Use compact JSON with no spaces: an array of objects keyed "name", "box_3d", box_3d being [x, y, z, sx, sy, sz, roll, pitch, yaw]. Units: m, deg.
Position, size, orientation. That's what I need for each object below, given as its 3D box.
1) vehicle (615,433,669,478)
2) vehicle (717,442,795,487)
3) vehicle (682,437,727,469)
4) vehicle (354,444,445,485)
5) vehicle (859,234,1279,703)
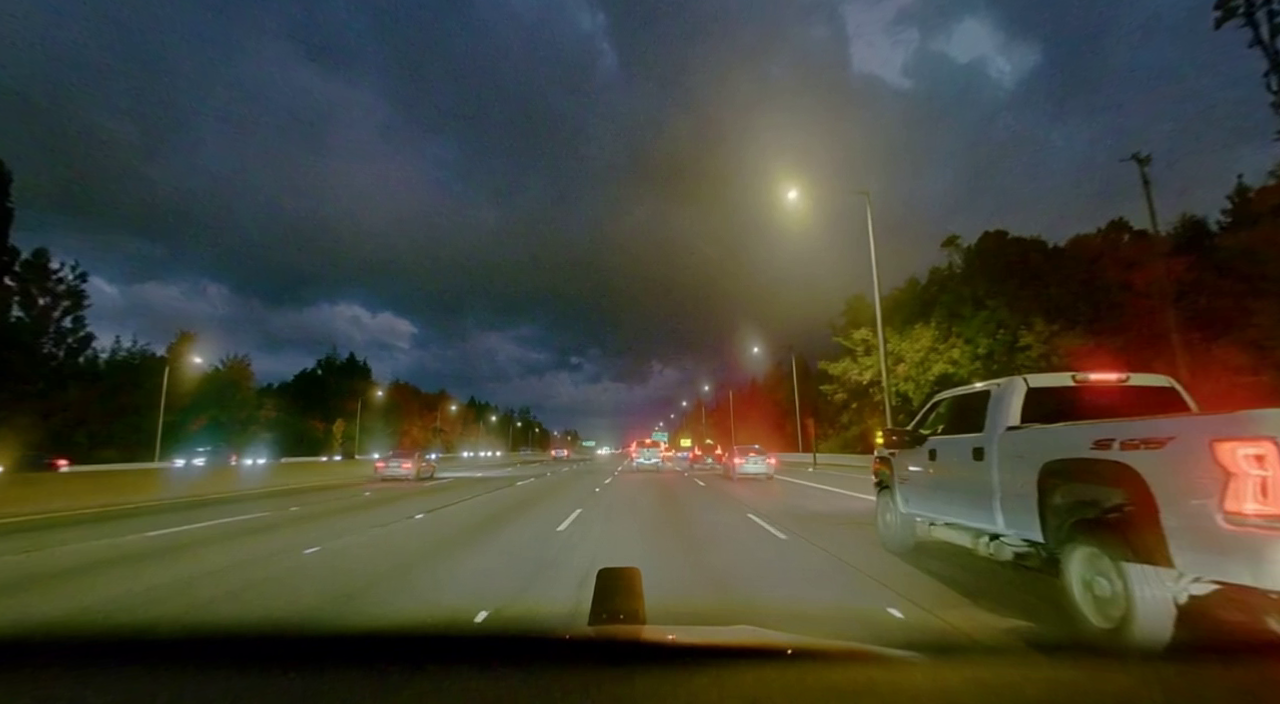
[{"name":"vehicle","box_3d":[0.131,4.992,30.530,2.372,1.957,5.121,0,-9,1]},{"name":"vehicle","box_3d":[4.270,4.233,24.055,2.057,1.508,4.767,0,-9,0]},{"name":"vehicle","box_3d":[4.230,6.785,42.390,2.388,1.998,5.749,0,-9,0]},{"name":"vehicle","box_3d":[-9.910,4.650,26.374,1.989,1.529,4.433,0,-9,1]},{"name":"vehicle","box_3d":[3.818,0.821,4.002,2.521,2.101,6.467,0,-9,0]}]
